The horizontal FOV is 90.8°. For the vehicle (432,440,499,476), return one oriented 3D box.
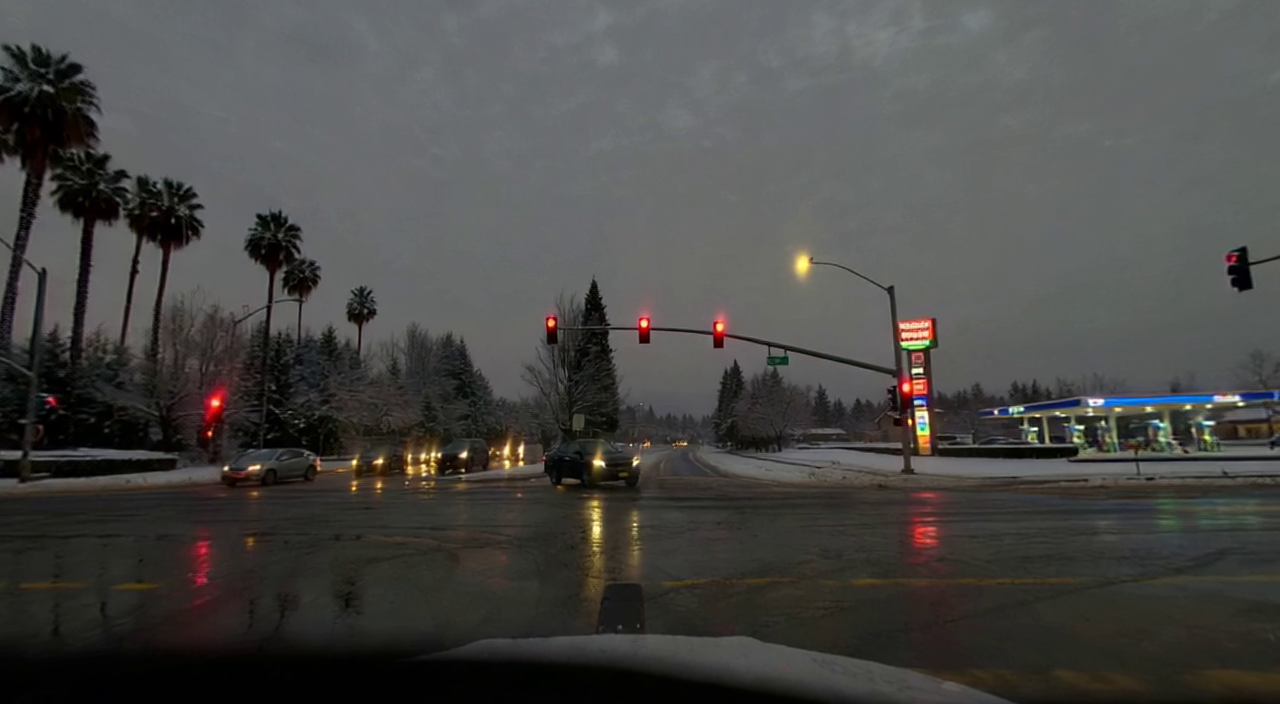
[{"bbox_3d":[-8.663,5.307,31.831,2.156,1.662,4.186,0,-9,0],"label":"vehicle"}]

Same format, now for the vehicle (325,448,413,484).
[{"bbox_3d":[-11.930,5.012,28.201,1.966,1.455,4.493,0,-9,0],"label":"vehicle"}]

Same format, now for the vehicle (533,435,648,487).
[{"bbox_3d":[-1.927,3.879,22.843,2.138,1.651,4.938,5,-10,-31],"label":"vehicle"}]

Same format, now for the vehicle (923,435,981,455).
[{"bbox_3d":[22.529,6.758,45.666,3.356,1.395,1.559,0,-9,-1],"label":"vehicle"}]

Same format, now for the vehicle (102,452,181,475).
[{"bbox_3d":[-35.248,7.879,44.836,1.886,1.523,4.581,0,-9,-1],"label":"vehicle"}]

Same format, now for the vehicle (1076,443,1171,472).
[{"bbox_3d":[24.255,5.292,31.745,3.474,1.376,1.538,0,-9,-2],"label":"vehicle"}]

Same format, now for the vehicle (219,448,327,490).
[{"bbox_3d":[-15.291,4.859,26.643,1.956,1.611,4.359,0,-9,0],"label":"vehicle"}]

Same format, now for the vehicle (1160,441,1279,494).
[{"bbox_3d":[18.815,3.407,18.820,5.015,1.446,1.862,0,-9,-3],"label":"vehicle"}]
